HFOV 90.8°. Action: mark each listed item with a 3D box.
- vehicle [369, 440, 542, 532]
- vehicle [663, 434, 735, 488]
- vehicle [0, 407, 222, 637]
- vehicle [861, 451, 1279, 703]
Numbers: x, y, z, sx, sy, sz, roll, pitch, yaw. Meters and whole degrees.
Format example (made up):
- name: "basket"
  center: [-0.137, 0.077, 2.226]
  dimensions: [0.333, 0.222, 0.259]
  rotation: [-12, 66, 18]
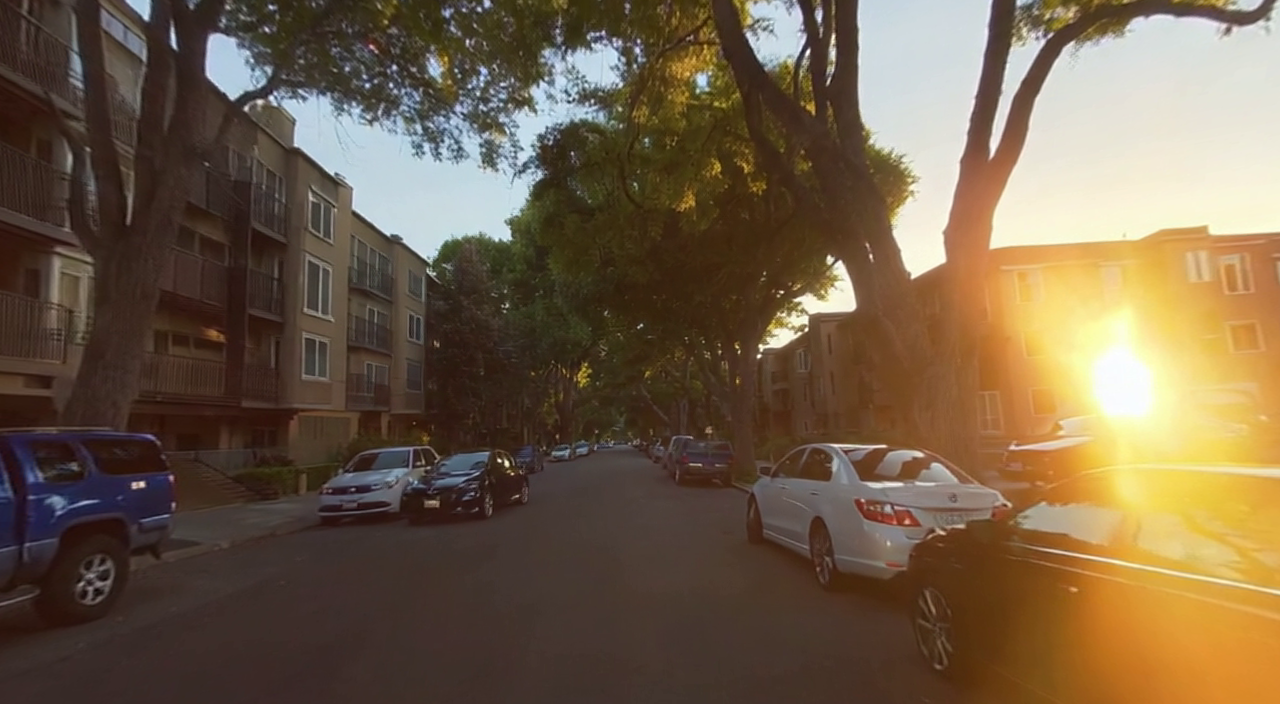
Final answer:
- name: "vehicle"
  center: [-3.419, 2.554, 12.754]
  dimensions: [1.966, 1.515, 4.394]
  rotation: [-1, -8, 3]
- name: "vehicle"
  center: [1.908, 3.699, 21.724]
  dimensions: [1.878, 1.664, 4.033]
  rotation: [0, -8, -3]
- name: "vehicle"
  center: [-6.458, 1.456, 5.051]
  dimensions: [2.308, 1.877, 6.060]
  rotation: [-4, -8, -2]
- name: "vehicle"
  center: [2.468, 1.048, 2.232]
  dimensions: [1.720, 1.333, 4.233]
  rotation: [0, -8, -2]
